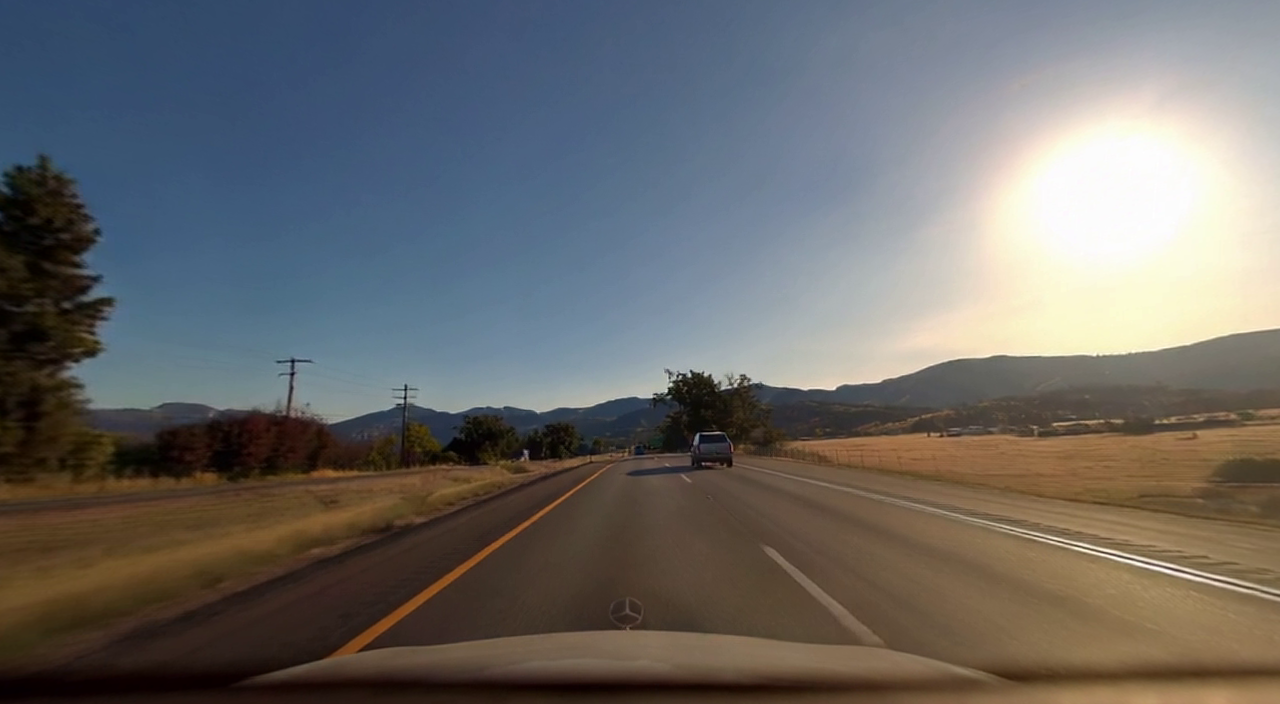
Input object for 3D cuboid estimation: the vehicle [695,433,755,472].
[{"bbox_3d":[3.800,4.594,28.960,2.157,1.640,4.056,0,-9,0],"label":"vehicle"}]
